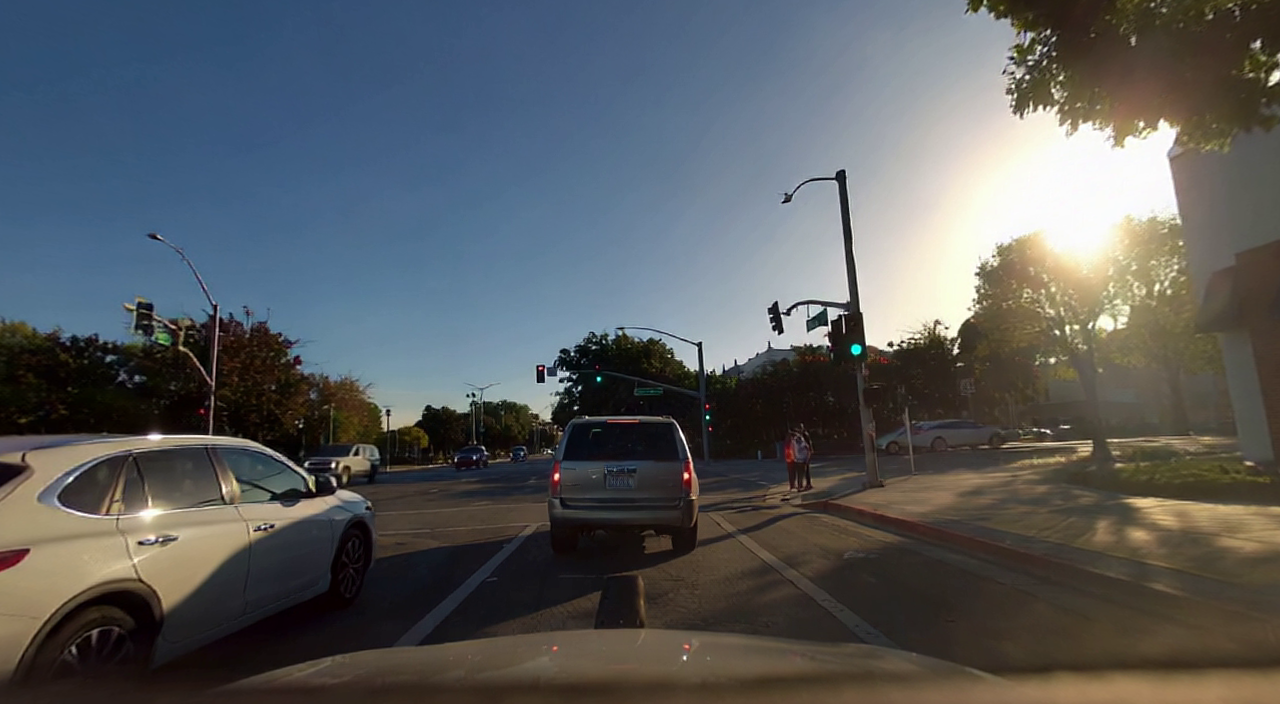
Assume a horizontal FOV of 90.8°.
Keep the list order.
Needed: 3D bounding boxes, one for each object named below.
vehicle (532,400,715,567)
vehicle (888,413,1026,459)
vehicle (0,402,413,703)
[{"bbox_3d":[-0.189,1.797,9.336,2.059,1.877,4.249,0,-8,0],"label":"vehicle"},{"bbox_3d":[14.542,3.898,29.127,5.215,1.967,2.392,1,-9,-11],"label":"vehicle"},{"bbox_3d":[-3.376,1.261,4.551,2.011,1.527,4.008,0,-8,-1],"label":"vehicle"}]
